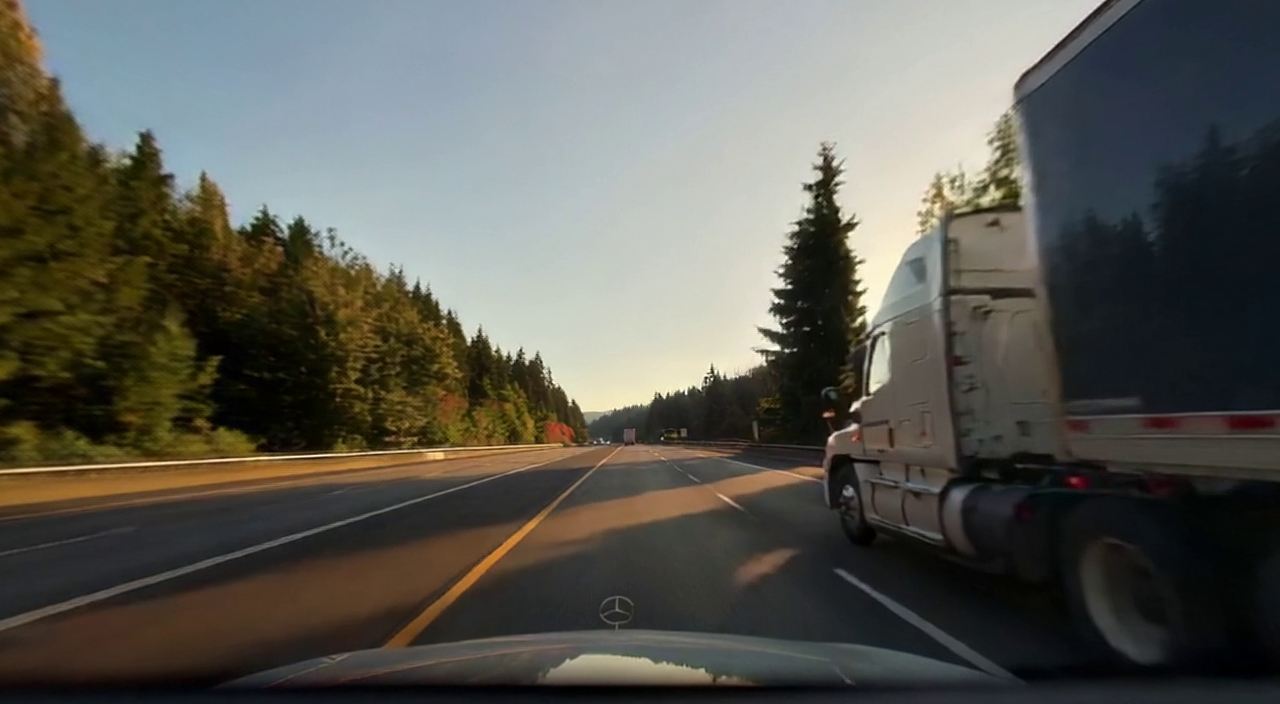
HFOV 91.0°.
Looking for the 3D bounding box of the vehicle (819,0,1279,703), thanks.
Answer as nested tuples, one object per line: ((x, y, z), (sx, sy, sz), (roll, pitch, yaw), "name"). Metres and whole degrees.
((3.897, -0.296, 2.600), (2.965, 3.887, 10.328), (0, -8, -2), "vehicle")
